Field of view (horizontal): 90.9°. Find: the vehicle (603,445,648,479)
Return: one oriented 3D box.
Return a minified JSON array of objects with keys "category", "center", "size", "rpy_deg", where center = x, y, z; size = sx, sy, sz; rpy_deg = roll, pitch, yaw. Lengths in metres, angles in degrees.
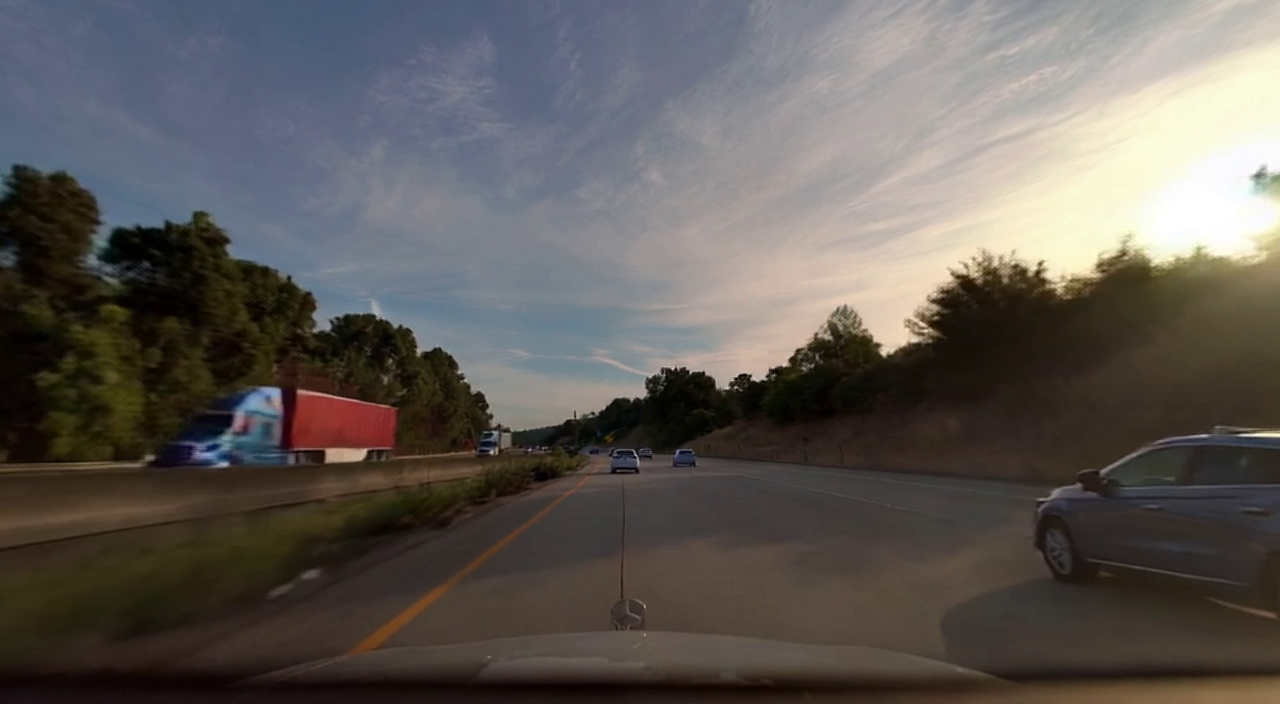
[{"category":"vehicle","center":[-0.717,5.275,30.368],"size":[2.050,1.534,3.771],"rpy_deg":[0,-9,-2]}]

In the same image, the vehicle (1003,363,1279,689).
[{"category":"vehicle","center":[4.228,0.933,3.513],"size":[2.013,1.623,3.916],"rpy_deg":[0,-9,0]}]

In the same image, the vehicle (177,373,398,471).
[{"category":"vehicle","center":[-17.245,4.101,33.472],"size":[2.901,3.920,16.383],"rpy_deg":[0,-9,-2]}]

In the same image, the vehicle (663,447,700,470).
[{"category":"vehicle","center":[2.862,7.463,44.375],"size":[2.008,1.504,4.291],"rpy_deg":[1,-9,-4]}]
